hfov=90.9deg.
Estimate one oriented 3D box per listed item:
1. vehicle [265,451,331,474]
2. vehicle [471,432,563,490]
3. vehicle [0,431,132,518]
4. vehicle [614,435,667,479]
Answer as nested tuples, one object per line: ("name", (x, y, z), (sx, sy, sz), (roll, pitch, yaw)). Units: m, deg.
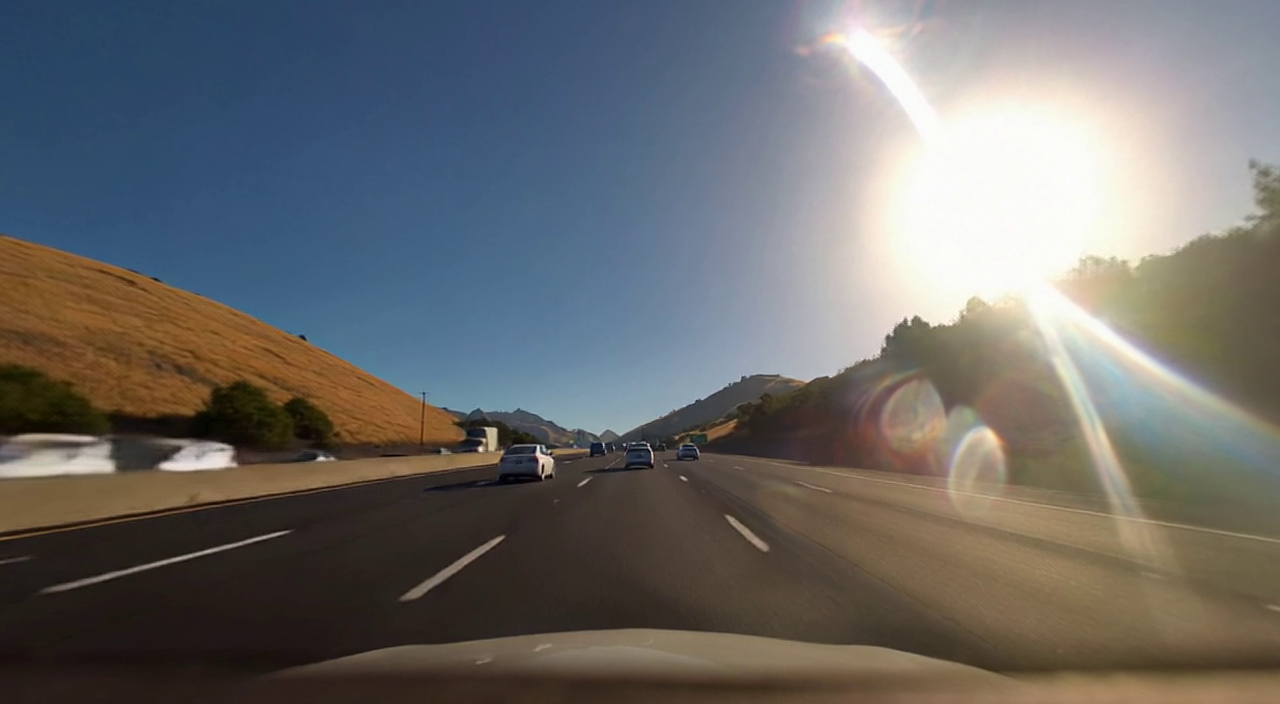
("vehicle", (-23.531, 7.632, 43.616), (1.886, 1.445, 4.611), (0, -8, 1))
("vehicle", (-3.832, 3.490, 20.503), (2.076, 1.690, 4.113), (0, -8, 1))
("vehicle", (-12.589, 2.287, 11.848), (1.921, 1.577, 4.913), (0, -8, 1))
("vehicle", (0.022, 4.412, 26.824), (2.086, 1.685, 4.206), (0, -8, 0))
